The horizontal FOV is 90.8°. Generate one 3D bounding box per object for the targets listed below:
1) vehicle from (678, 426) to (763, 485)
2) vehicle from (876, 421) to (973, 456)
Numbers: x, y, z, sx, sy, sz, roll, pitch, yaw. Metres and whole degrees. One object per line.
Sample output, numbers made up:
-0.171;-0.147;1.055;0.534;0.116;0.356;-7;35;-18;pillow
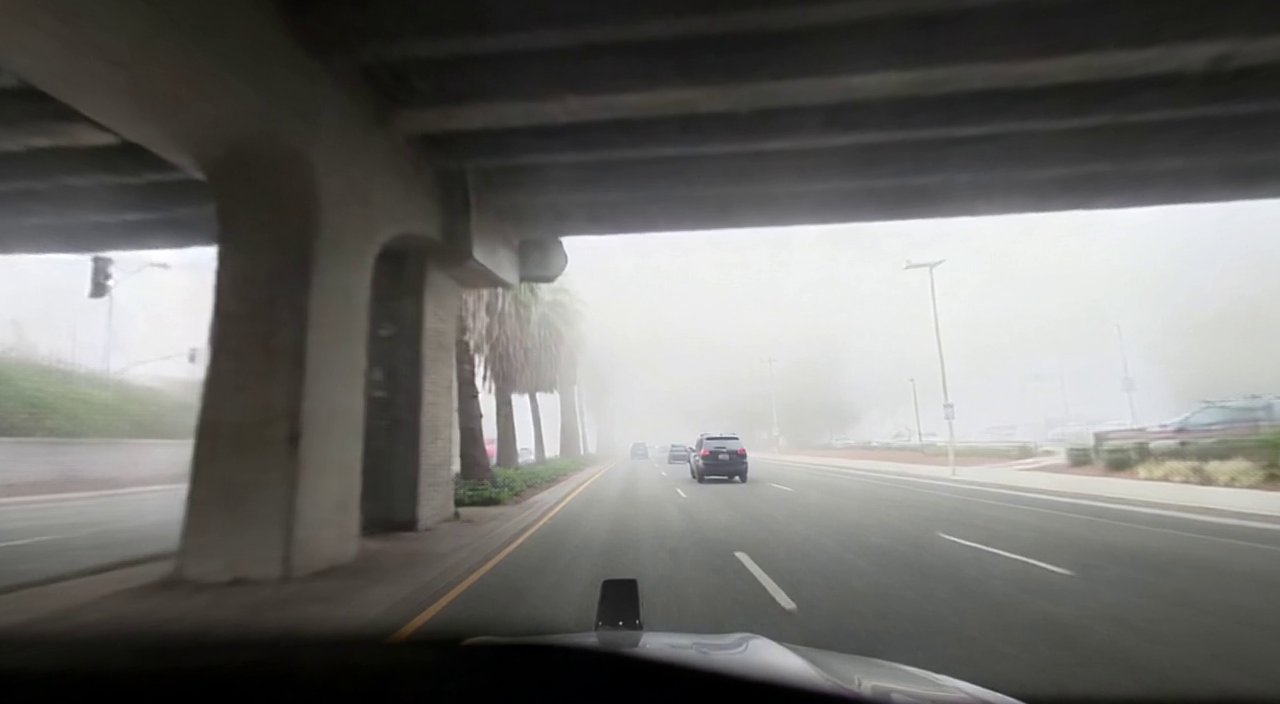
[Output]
2.959;4.020;24.761;2.559;2.017;5.562;0;-9;0;vehicle
19.583;6.072;43.906;2.305;2.084;6.115;1;-10;-21;vehicle
